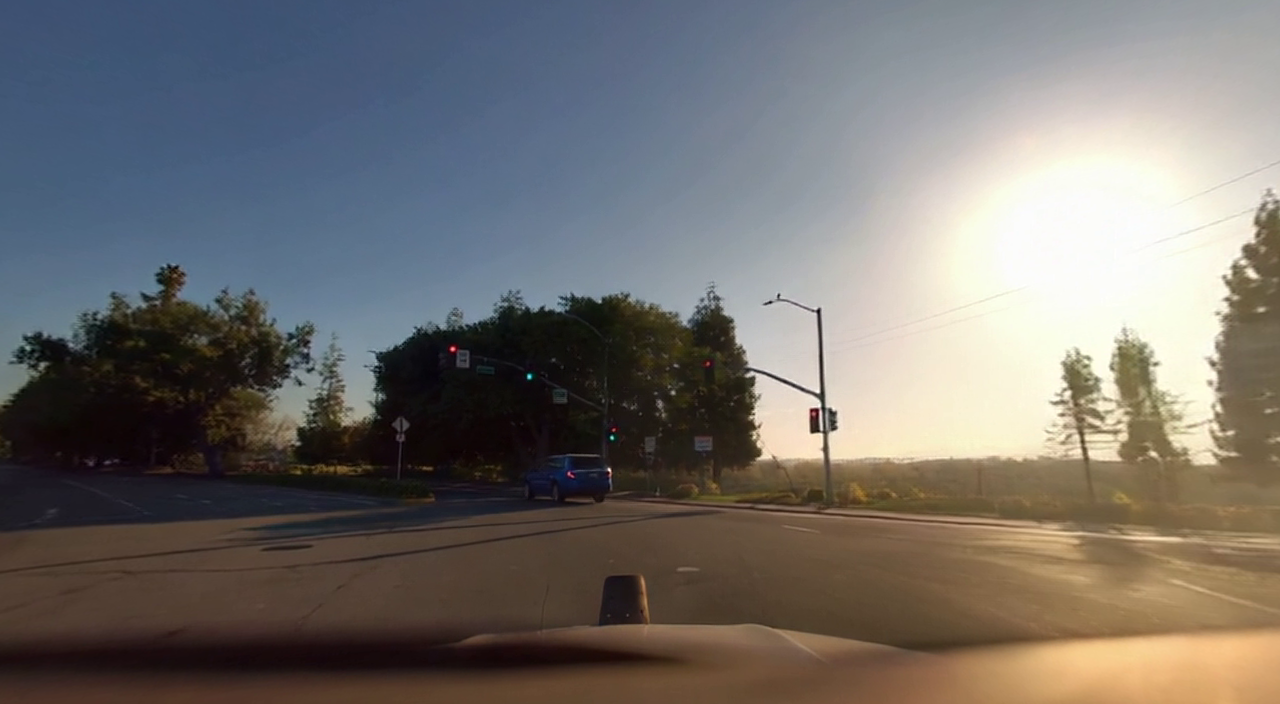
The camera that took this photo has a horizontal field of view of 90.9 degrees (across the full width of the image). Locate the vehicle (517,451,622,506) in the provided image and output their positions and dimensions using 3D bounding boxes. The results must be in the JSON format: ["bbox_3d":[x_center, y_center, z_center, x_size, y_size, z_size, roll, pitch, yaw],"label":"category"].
[{"bbox_3d":[-2.758,4.623,23.423,2.284,1.788,4.871,5,-11,-26],"label":"vehicle"}]
